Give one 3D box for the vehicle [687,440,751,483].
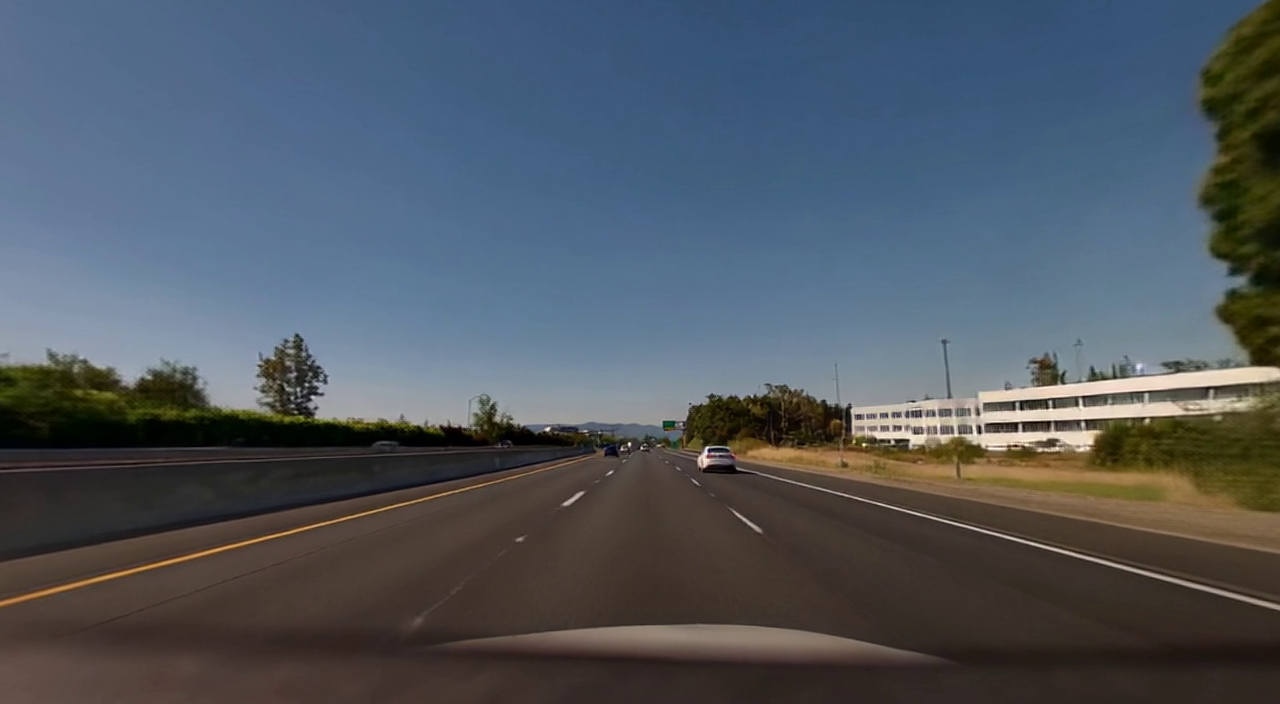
[{"bbox_3d":[3.217,4.583,26.615,2.085,1.594,4.848,0,-9,0],"label":"vehicle"}]
